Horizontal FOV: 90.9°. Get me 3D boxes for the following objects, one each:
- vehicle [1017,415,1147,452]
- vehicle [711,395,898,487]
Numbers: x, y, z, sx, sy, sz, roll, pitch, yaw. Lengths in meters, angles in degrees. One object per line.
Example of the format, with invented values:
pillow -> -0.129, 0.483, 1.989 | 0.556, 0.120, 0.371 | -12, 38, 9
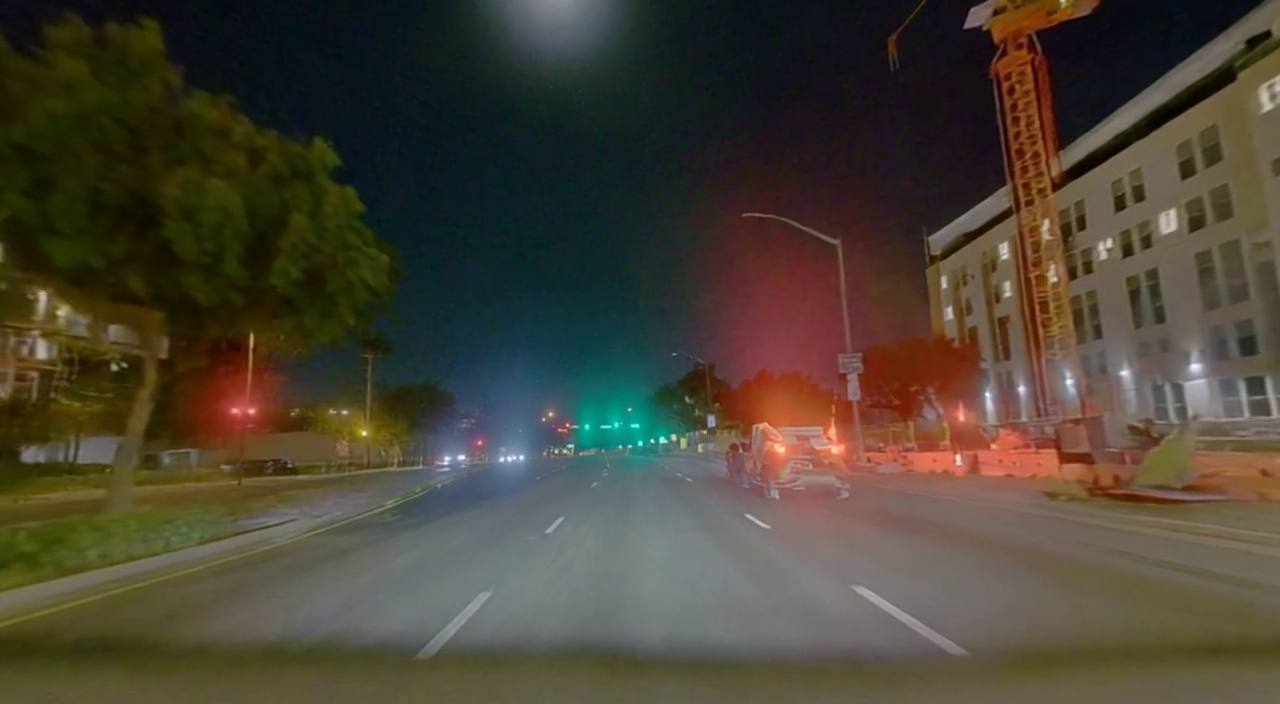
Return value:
vehicle -> 25.527, 4.788, 36.661 | 2.420, 1.790, 5.514 | 0, -8, -34
vehicle -> 5.944, 3.479, 24.520 | 3.060, 2.963, 7.552 | 3, -9, -22
